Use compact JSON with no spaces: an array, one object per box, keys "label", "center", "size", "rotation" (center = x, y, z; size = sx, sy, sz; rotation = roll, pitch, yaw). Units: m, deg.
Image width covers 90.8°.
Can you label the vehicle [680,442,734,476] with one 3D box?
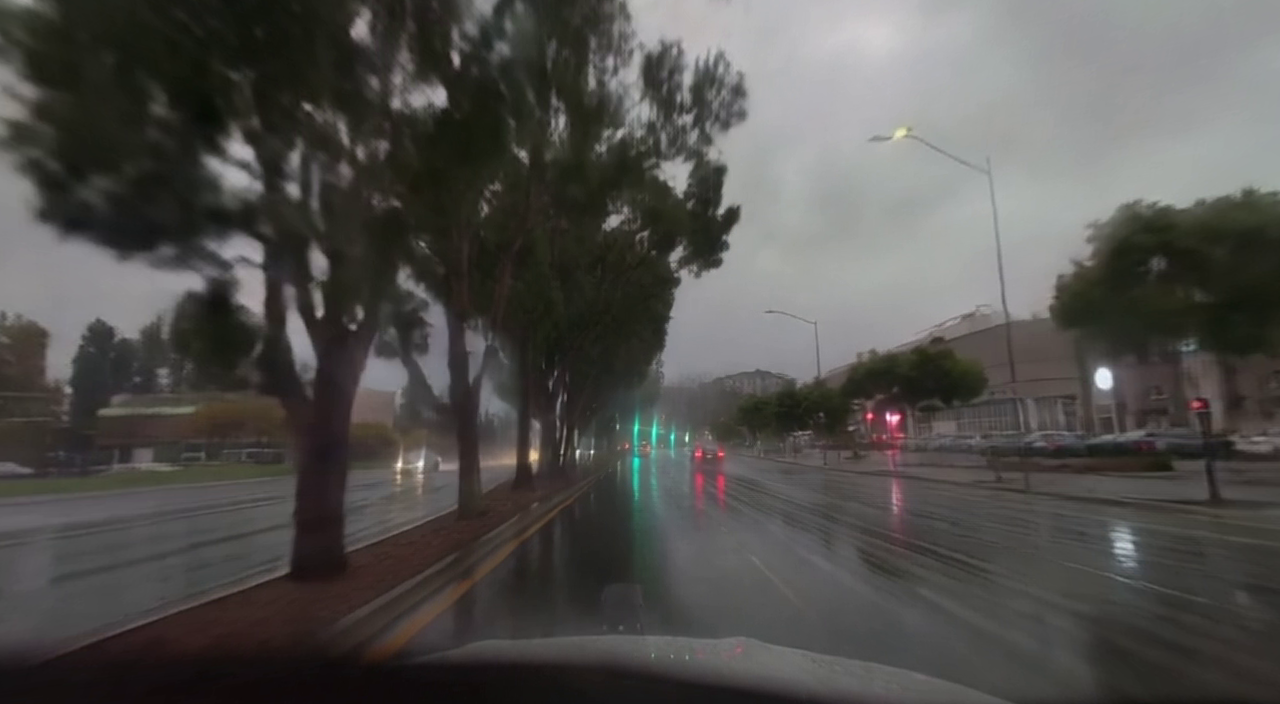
[{"label":"vehicle","center":[3.085,5.067,30.098],"size":[1.983,1.482,4.463],"rotation":[0,-9,-1]}]

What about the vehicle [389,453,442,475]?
[{"label":"vehicle","center":[-15.513,7.743,43.852],"size":[2.000,1.452,4.469],"rotation":[0,-9,1]}]
